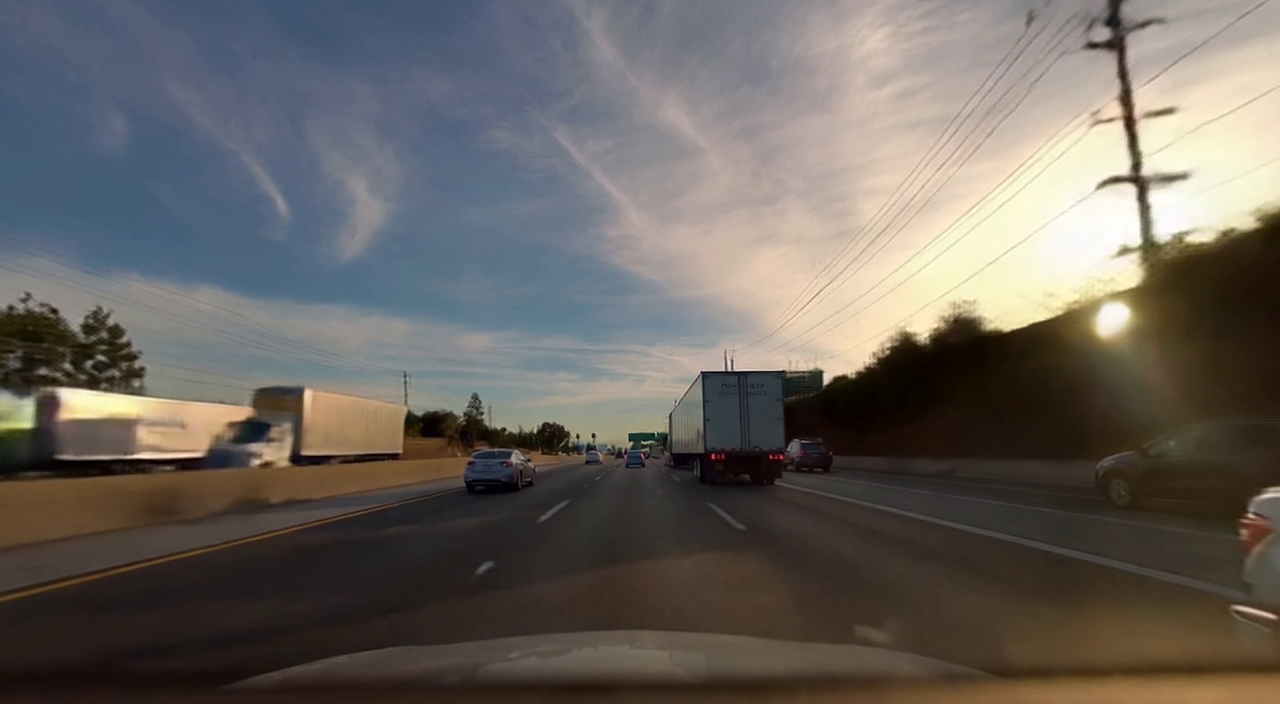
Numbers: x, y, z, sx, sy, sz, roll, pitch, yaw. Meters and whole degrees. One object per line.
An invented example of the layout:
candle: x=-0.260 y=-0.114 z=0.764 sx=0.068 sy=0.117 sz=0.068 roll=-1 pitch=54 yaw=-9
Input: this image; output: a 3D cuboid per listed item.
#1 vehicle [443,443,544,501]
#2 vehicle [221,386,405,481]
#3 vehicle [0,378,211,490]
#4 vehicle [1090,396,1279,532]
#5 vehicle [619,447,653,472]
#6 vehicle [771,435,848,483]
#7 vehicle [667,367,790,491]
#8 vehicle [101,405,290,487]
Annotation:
vehicle: x=-4.147 y=3.439 z=18.484 sx=1.968 sy=1.507 sz=3.829 roll=0 pitch=-9 yaw=1
vehicle: x=-14.886 y=4.020 z=30.165 sx=3.017 sy=3.713 sz=10.643 roll=0 pitch=-9 yaw=0
vehicle: x=-22.209 y=3.350 z=24.895 sx=2.938 sy=3.573 sz=10.673 roll=0 pitch=-9 yaw=0
vehicle: x=11.373 y=1.927 z=10.999 sx=2.420 sy=2.141 sz=5.994 roll=0 pitch=-9 yaw=-2
vehicle: x=-0.224 y=6.785 z=39.833 sx=2.047 sy=1.485 sz=3.938 roll=0 pitch=-9 yaw=1
vehicle: x=7.415 y=4.721 z=28.049 sx=2.079 sy=1.938 sz=4.630 roll=0 pitch=-9 yaw=0
vehicle: x=3.262 y=3.755 z=28.968 sx=2.907 sy=4.109 sz=16.177 roll=0 pitch=-9 yaw=-2
vehicle: x=-18.542 y=4.042 z=27.058 sx=2.762 sy=3.012 sz=7.272 roll=0 pitch=-9 yaw=0
